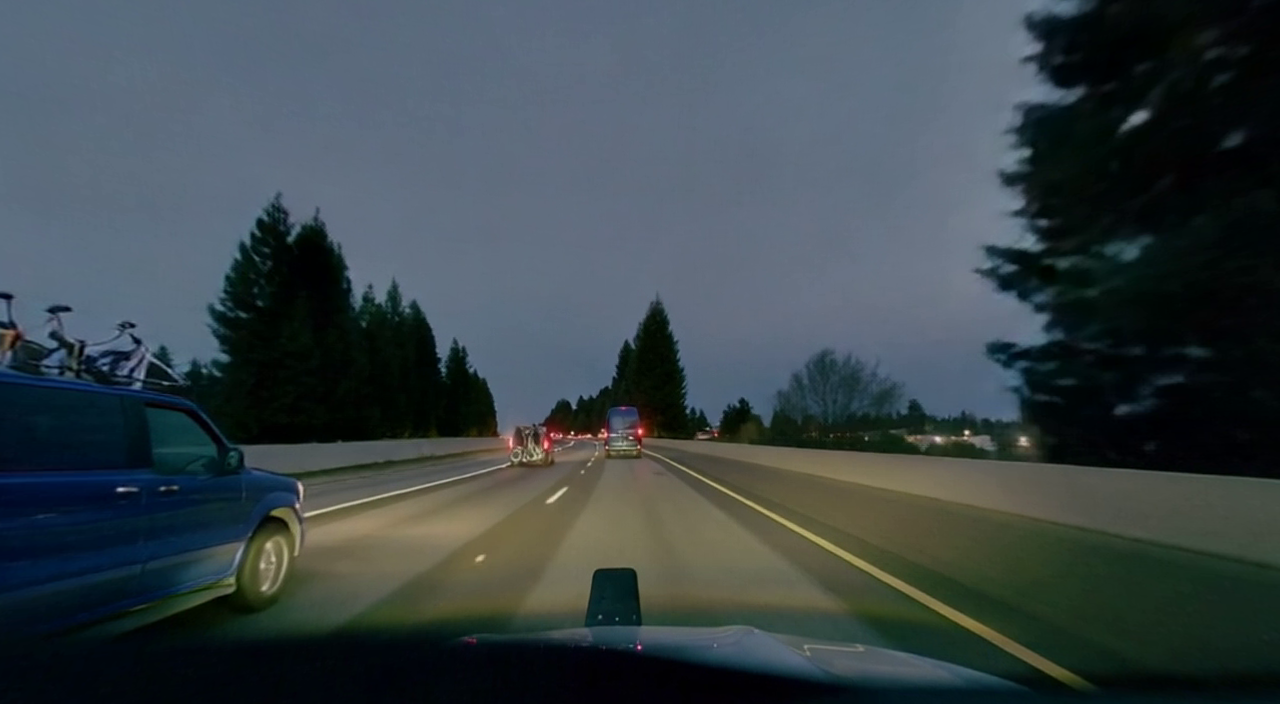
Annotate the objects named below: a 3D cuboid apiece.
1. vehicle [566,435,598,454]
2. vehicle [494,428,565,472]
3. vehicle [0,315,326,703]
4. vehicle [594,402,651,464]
[{"bbox_3d":[-4.516,7.337,49.996,2.251,1.459,4.236,0,-8,-2],"label":"vehicle"},{"bbox_3d":[-4.384,3.959,25.654,2.110,1.636,4.453,0,-8,-1],"label":"vehicle"},{"bbox_3d":[-3.690,0.782,2.962,2.069,1.751,4.720,0,-8,-1],"label":"vehicle"},{"bbox_3d":[-0.947,4.279,32.886,2.647,2.896,6.480,0,-8,-2],"label":"vehicle"}]
